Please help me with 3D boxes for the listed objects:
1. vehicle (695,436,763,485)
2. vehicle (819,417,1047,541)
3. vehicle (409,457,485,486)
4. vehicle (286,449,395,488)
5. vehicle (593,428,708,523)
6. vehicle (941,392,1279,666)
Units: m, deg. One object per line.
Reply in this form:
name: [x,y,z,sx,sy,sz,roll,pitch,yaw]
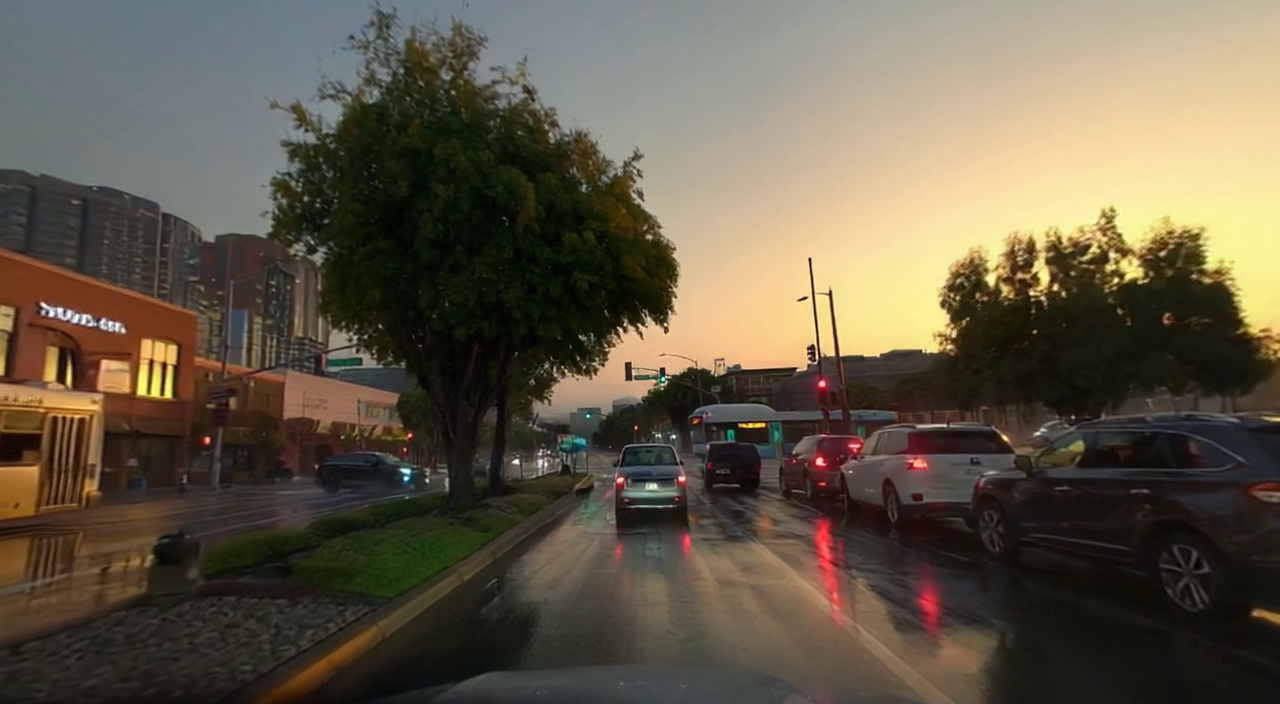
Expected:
vehicle: [3.313,4.125,24.193,2.222,1.688,3.952,0,-9,3]
vehicle: [4.927,2.198,11.510,2.007,1.786,4.542,0,-9,1]
vehicle: [-12.226,7.620,40.064,4.242,1.537,1.810,-5,-11,8]
vehicle: [-15.273,5.879,32.120,5.016,1.792,2.250,-4,-9,26]
vehicle: [0.165,2.600,13.842,2.089,1.699,4.650,0,-9,-1]
vehicle: [4.951,1.410,5.948,2.014,1.681,4.332,0,-9,-1]
